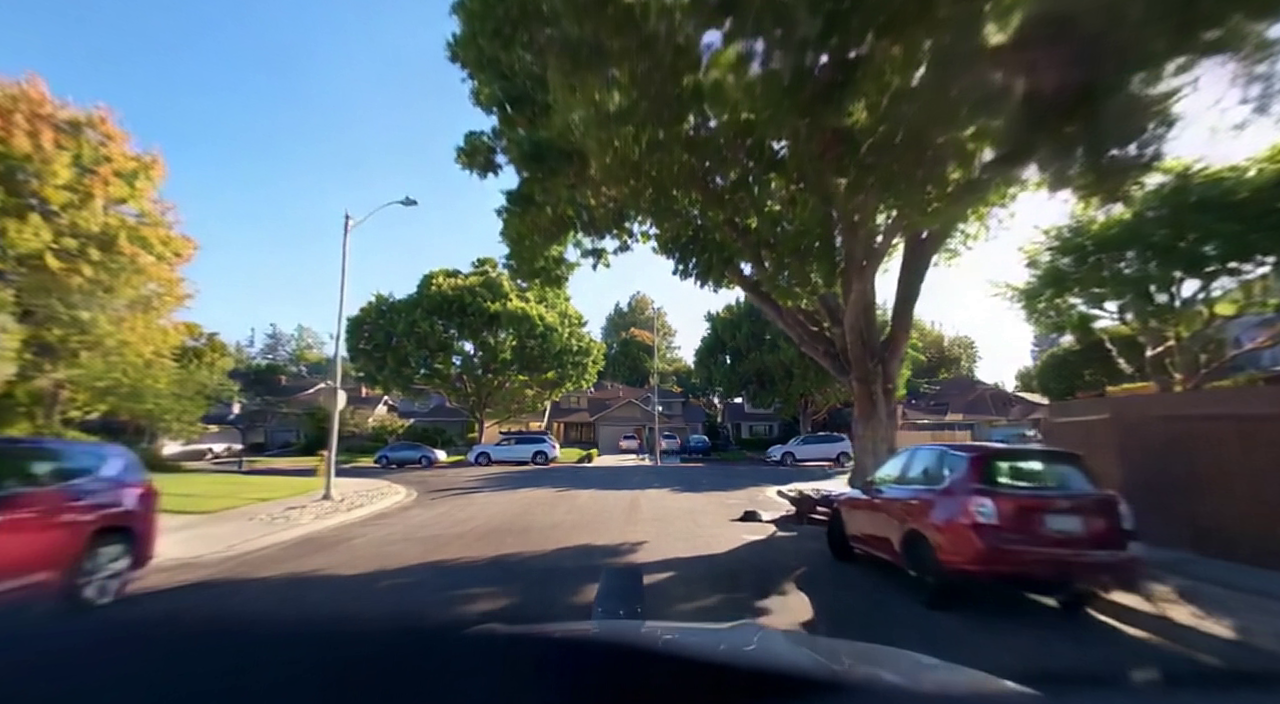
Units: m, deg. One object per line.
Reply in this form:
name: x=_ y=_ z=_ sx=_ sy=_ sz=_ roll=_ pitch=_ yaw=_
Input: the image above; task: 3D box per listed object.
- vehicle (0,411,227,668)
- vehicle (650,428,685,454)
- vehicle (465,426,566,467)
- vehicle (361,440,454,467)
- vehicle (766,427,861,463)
vehicle: x=-5.124 y=1.228 z=4.133 sx=1.887 sy=1.660 sz=4.312 roll=0 pitch=-8 yaw=0
vehicle: x=2.100 y=7.012 z=49.894 sx=2.278 sy=1.969 sz=5.533 roll=0 pitch=-8 yaw=-2
vehicle: x=-7.151 y=5.461 z=36.709 sx=5.419 sy=2.292 sz=2.272 roll=0 pitch=-7 yaw=-2
vehicle: x=-13.316 y=5.848 z=36.417 sx=4.650 sy=1.480 sz=1.782 roll=0 pitch=-9 yaw=-1
vehicle: x=10.029 y=5.431 z=36.846 sx=4.919 sy=1.969 sz=2.104 roll=0 pitch=-9 yaw=1
